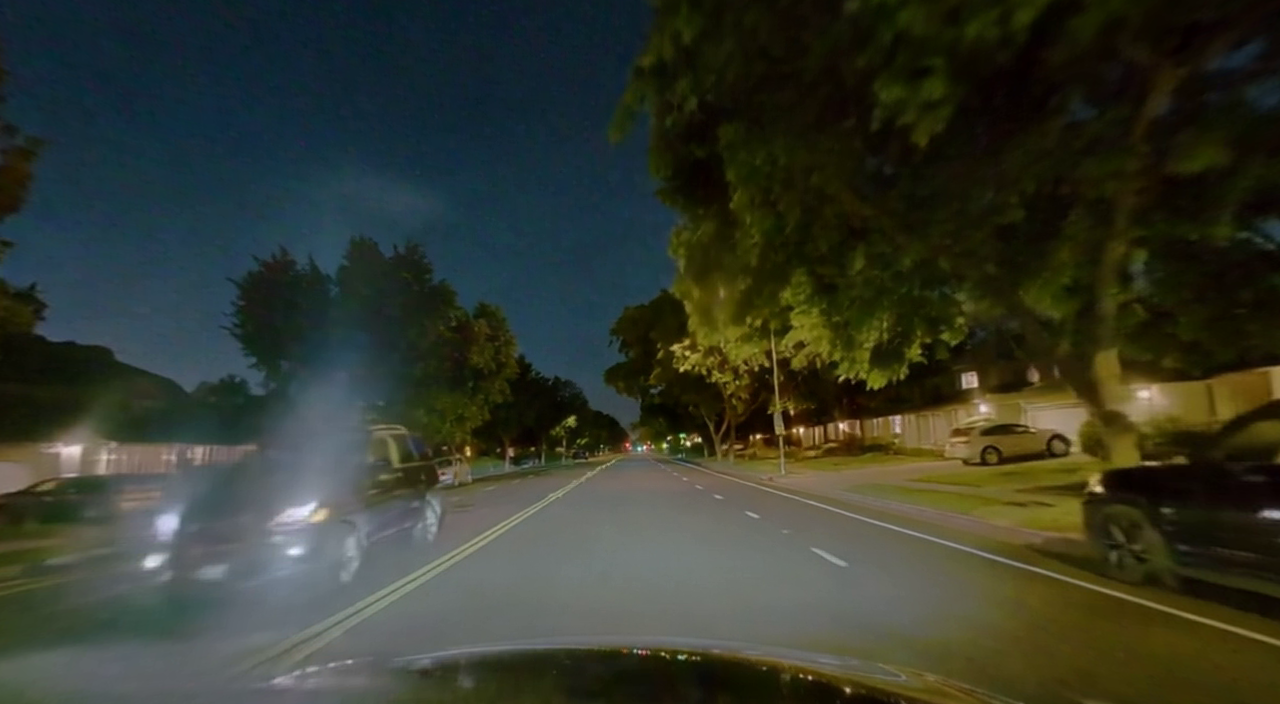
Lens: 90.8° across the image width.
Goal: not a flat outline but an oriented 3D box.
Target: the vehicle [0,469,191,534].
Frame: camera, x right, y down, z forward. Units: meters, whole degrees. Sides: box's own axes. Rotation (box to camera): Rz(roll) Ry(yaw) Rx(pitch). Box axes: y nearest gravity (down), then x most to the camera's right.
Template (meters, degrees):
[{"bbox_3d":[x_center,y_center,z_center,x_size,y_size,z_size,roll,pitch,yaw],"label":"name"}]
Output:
[{"bbox_3d":[-15.090,3.993,17.089,4.353,1.467,1.931,-1,-8,-3],"label":"vehicle"}]

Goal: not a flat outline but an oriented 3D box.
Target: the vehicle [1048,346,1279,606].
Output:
[{"bbox_3d":[6.129,0.962,4.871,2.205,2.020,5.634,0,-9,1],"label":"vehicle"}]

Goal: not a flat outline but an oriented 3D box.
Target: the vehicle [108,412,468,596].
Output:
[{"bbox_3d":[-4.271,1.925,9.039,2.151,1.830,5.172,0,-9,0],"label":"vehicle"}]
